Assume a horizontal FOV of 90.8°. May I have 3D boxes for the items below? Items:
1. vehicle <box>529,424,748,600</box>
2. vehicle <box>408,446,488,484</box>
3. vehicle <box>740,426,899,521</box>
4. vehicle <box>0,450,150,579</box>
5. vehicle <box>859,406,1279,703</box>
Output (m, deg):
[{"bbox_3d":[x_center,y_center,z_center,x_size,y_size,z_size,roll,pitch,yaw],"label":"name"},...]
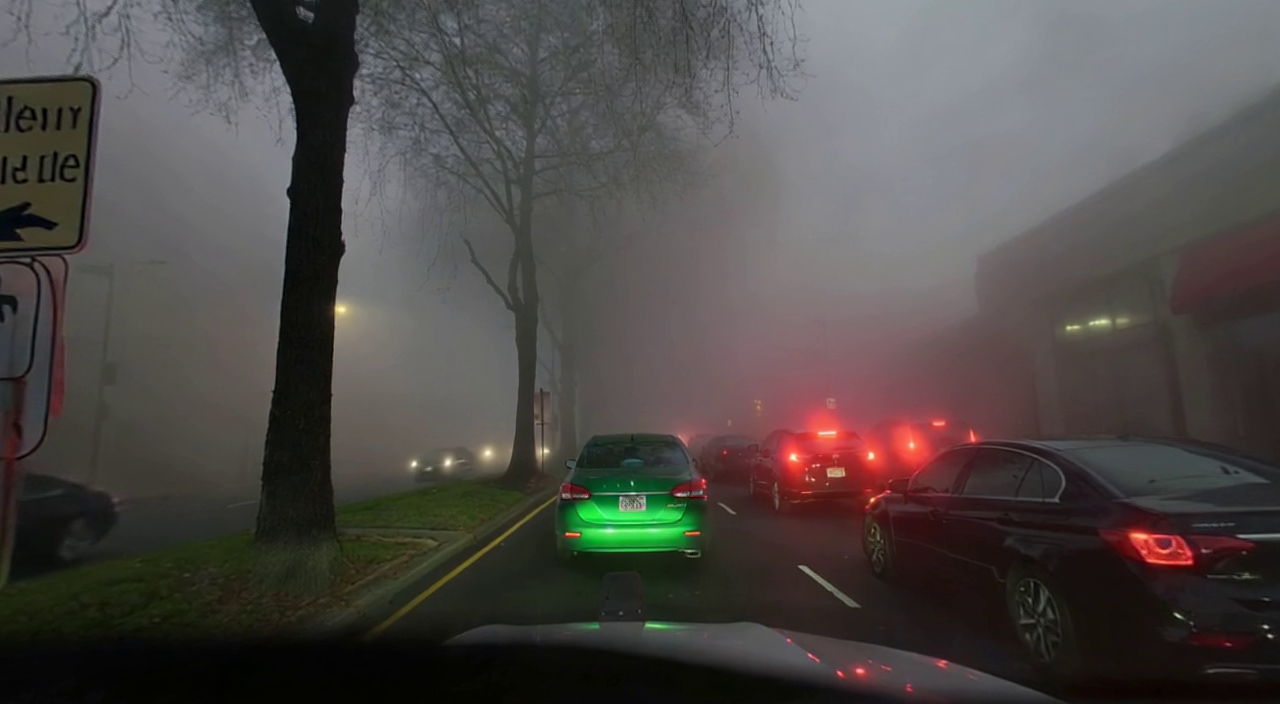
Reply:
[{"bbox_3d":[-0.025,1.652,7.293,1.887,1.487,3.535,0,-9,0],"label":"vehicle"},{"bbox_3d":[-8.275,4.897,27.679,2.169,1.477,4.168,0,-9,0],"label":"vehicle"},{"bbox_3d":[3.535,2.481,13.425,2.025,1.660,4.263,0,-9,-1],"label":"vehicle"},{"bbox_3d":[-8.109,1.825,7.033,1.850,1.417,4.321,0,-9,0],"label":"vehicle"},{"bbox_3d":[3.303,1.255,4.484,1.988,1.480,4.195,0,-9,0],"label":"vehicle"}]
